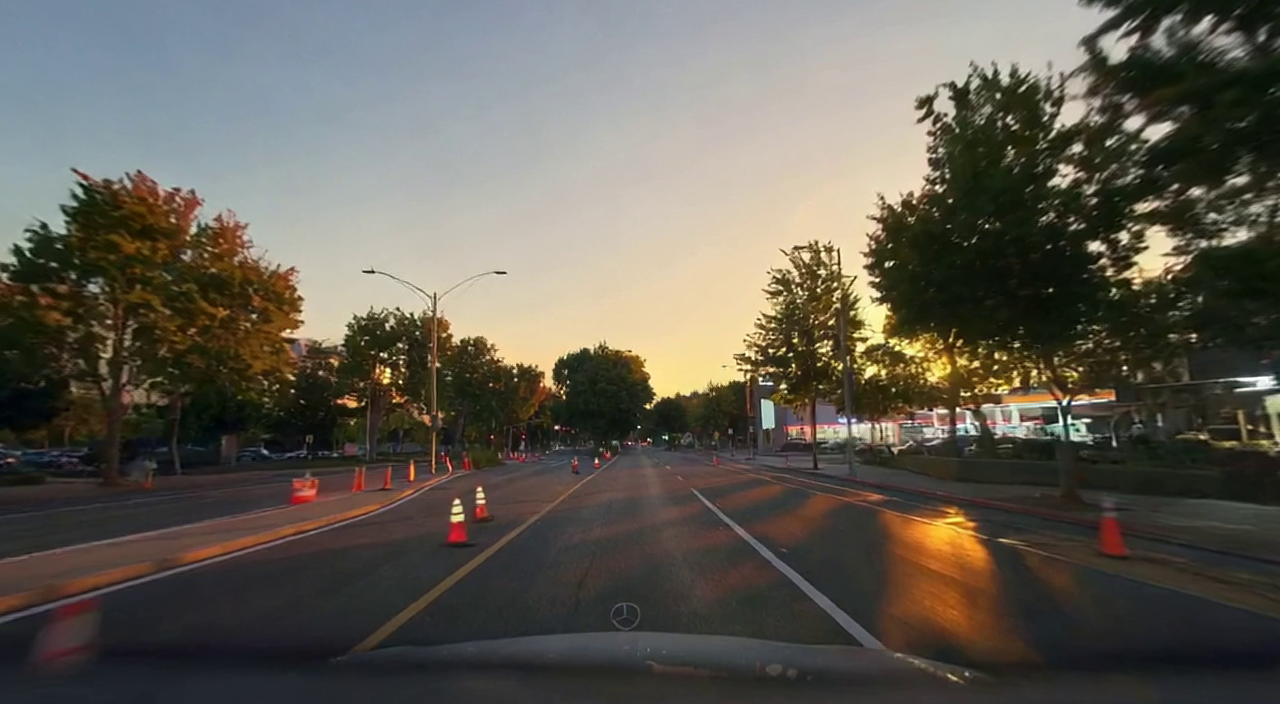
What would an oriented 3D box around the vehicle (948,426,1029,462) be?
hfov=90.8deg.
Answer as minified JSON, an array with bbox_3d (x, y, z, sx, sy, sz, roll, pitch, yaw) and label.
[{"bbox_3d":[22.902,6.016,41.821,2.094,1.937,5.262,-3,-6,-3],"label":"vehicle"}]

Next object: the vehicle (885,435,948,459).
[{"bbox_3d":[17.852,6.144,41.018,1.912,1.452,4.796,0,-8,0],"label":"vehicle"}]
